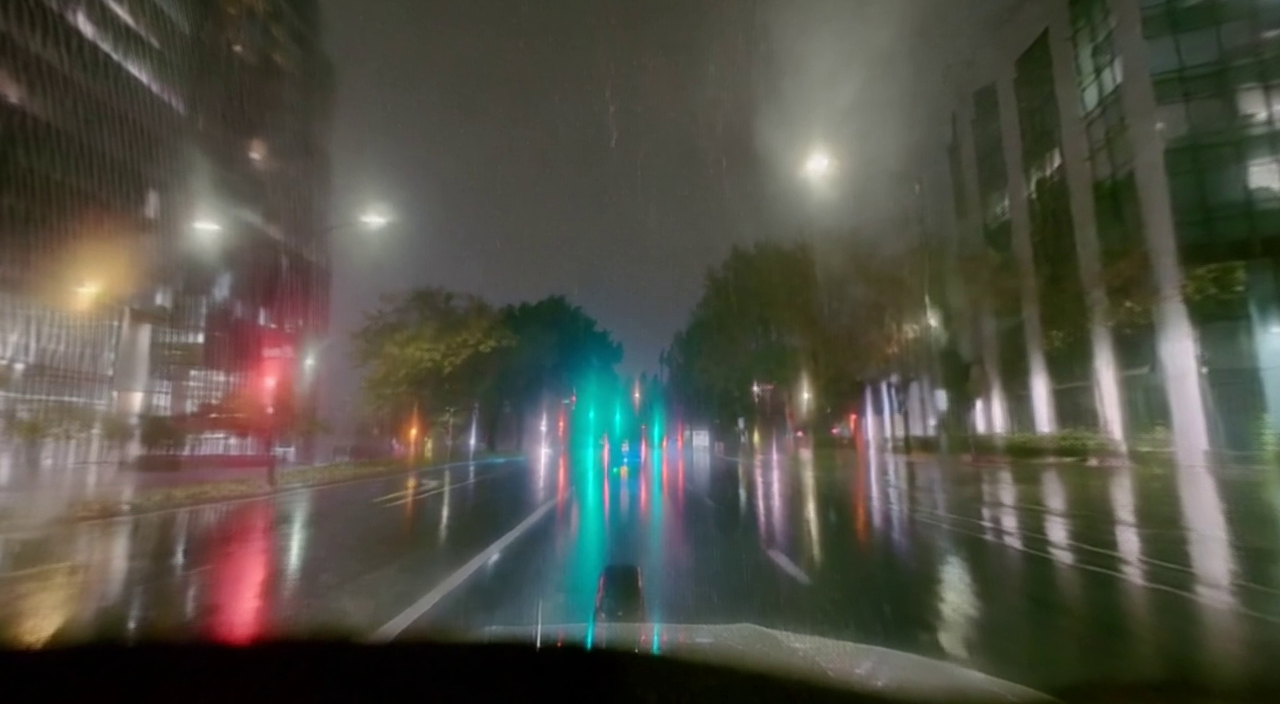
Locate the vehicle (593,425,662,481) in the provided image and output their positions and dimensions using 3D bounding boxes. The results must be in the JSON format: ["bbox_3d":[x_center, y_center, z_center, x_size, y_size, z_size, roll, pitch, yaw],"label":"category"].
[{"bbox_3d":[-0.444,3.725,23.556,2.313,1.860,4.319,0,-9,-1],"label":"vehicle"}]
